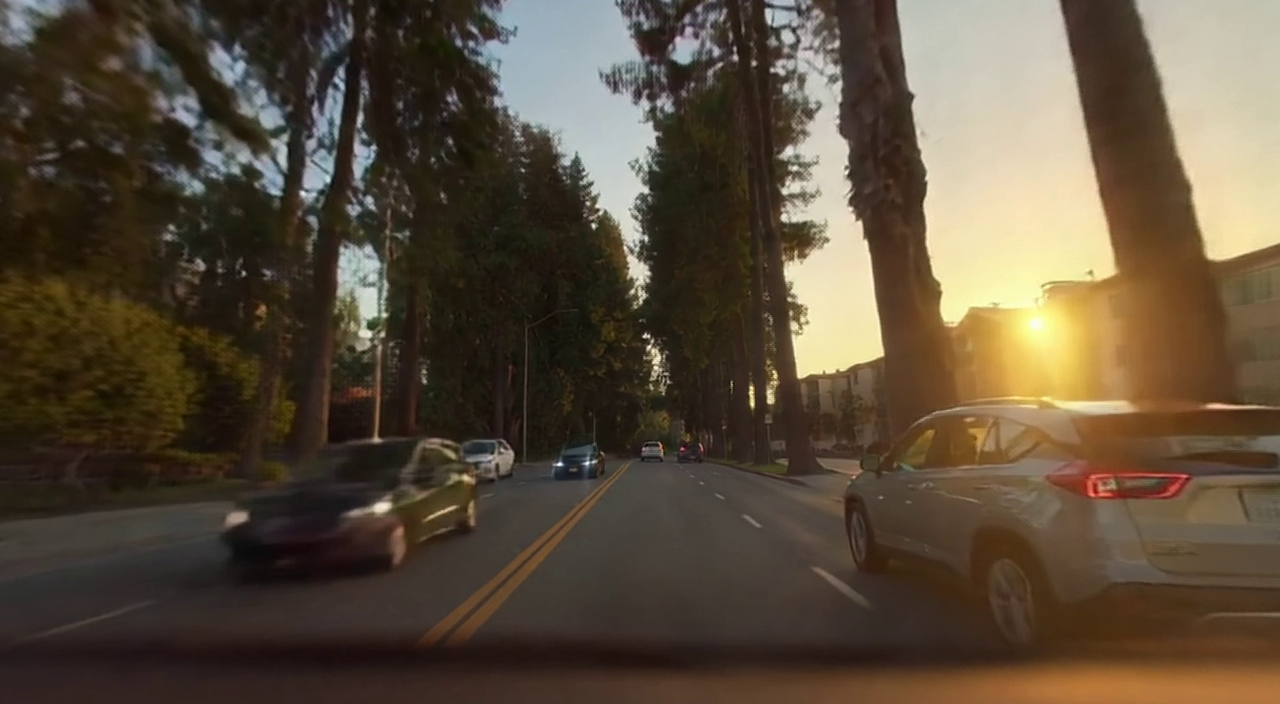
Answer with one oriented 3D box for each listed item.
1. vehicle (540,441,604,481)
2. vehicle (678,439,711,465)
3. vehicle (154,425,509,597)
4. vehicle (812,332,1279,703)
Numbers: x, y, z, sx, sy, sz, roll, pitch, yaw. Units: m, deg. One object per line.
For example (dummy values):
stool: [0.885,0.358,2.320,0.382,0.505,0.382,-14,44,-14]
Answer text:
vehicle: [-2.852,4.709,27.406,2.151,1.540,4.673,0,-9,2]
vehicle: [3.922,7.298,45.764,2.069,1.791,4.422,0,-9,1]
vehicle: [-3.221,1.756,7.882,2.096,1.515,4.481,0,-9,1]
vehicle: [3.329,1.214,5.387,2.219,1.881,5.104,0,-9,0]
